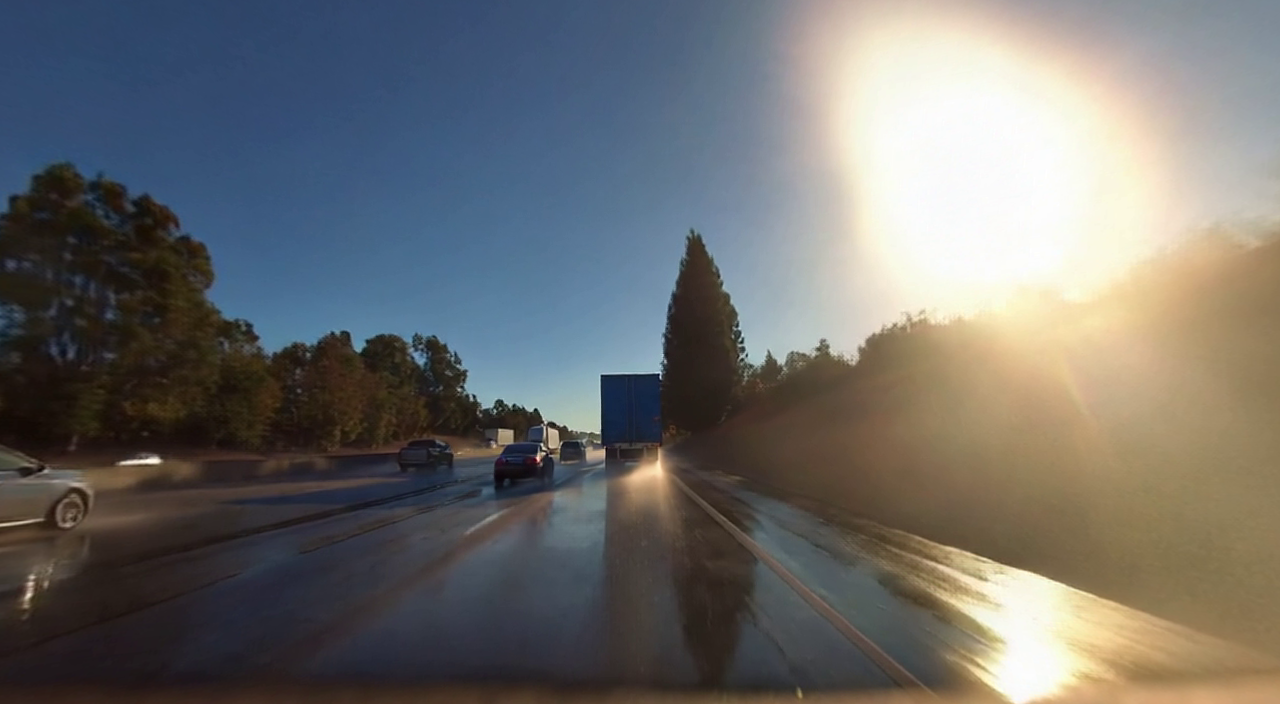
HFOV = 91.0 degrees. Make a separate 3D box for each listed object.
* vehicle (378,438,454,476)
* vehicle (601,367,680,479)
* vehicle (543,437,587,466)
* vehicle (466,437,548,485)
[{"bbox_3d":[-10.211,4.801,29.039,1.952,1.590,4.090,0,-8,1],"label":"vehicle"},{"bbox_3d":[-0.222,3.371,28.739,2.913,4.113,10.724,0,-8,-2],"label":"vehicle"},{"bbox_3d":[-4.553,6.089,38.790,2.158,1.680,4.087,0,-8,0],"label":"vehicle"},{"bbox_3d":[-4.835,4.003,23.474,2.164,1.582,3.979,0,-8,0],"label":"vehicle"}]
